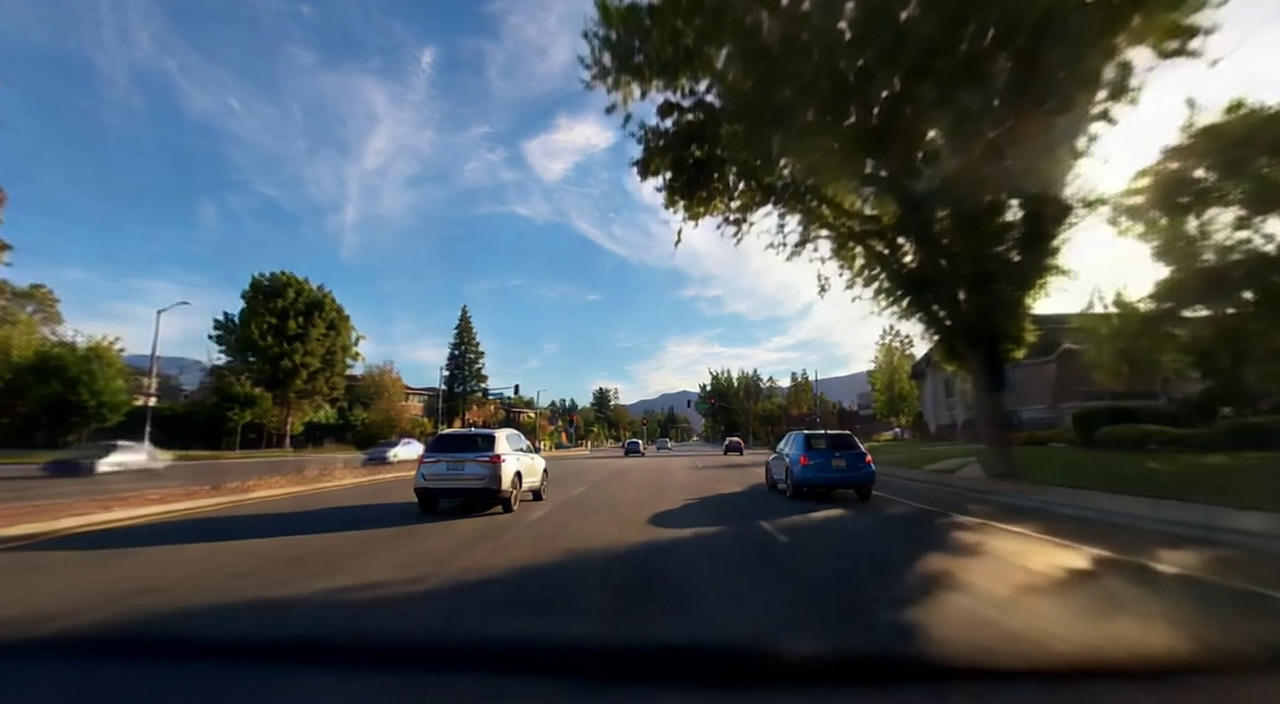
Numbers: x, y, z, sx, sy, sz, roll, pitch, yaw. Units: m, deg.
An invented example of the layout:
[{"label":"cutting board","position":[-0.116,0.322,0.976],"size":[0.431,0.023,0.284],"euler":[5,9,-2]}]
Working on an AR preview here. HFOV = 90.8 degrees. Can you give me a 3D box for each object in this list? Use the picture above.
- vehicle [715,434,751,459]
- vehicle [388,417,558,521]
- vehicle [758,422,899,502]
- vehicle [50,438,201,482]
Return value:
[{"label":"vehicle","position":[6.559,6.726,44.885],"size":[2.169,1.669,4.037],"euler":[-1,-8,4]},{"label":"vehicle","position":[-3.061,2.269,12.785],"size":[2.045,1.688,4.632],"euler":[0,-8,2]},{"label":"vehicle","position":[4.343,2.627,15.437],"size":[2.132,1.659,4.387],"euler":[0,-8,1]},{"label":"vehicle","position":[-18.934,3.964,23.554],"size":[1.821,1.463,4.363],"euler":[-1,-8,3]}]
